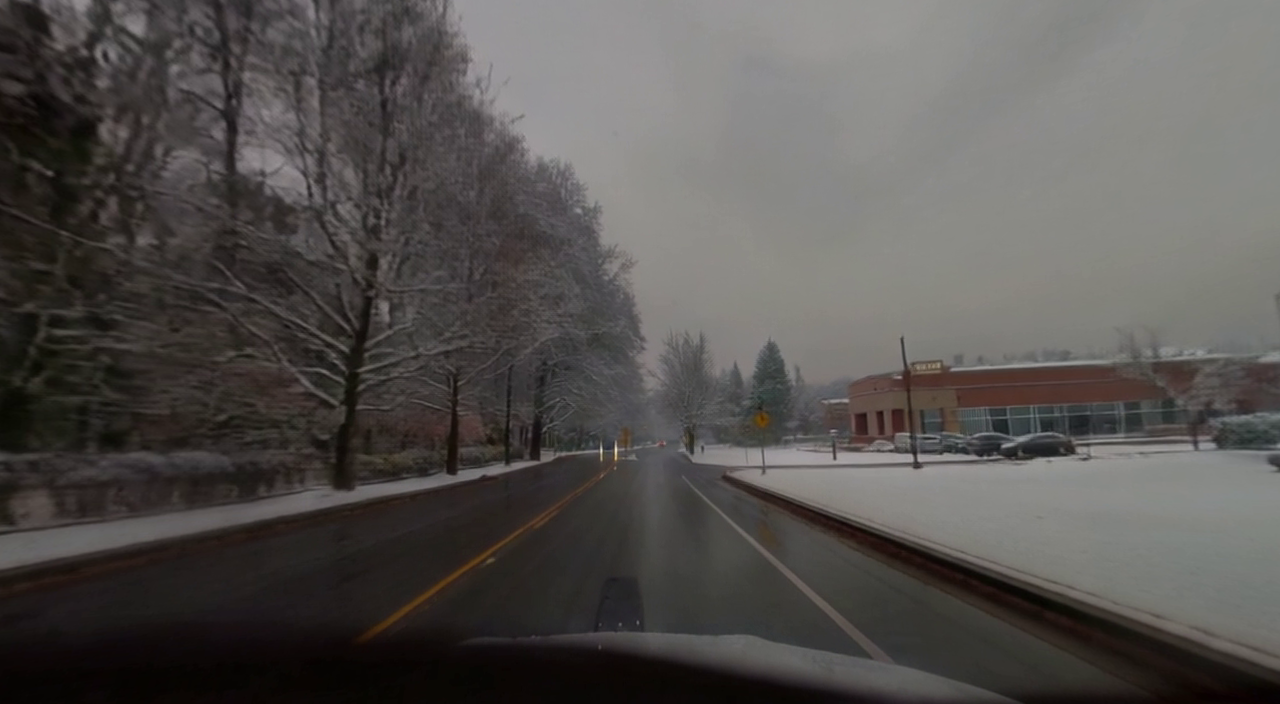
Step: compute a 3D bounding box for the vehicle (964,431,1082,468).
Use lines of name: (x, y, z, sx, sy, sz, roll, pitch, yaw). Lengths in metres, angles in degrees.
vehicle: (17.541, 4.476, 29.059, 4.134, 1.580, 1.952, 0, -9, -3)

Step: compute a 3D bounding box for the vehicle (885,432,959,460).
vehicle: (21.584, 7.223, 48.501, 4.593, 1.776, 2.094, -5, -9, 1)
